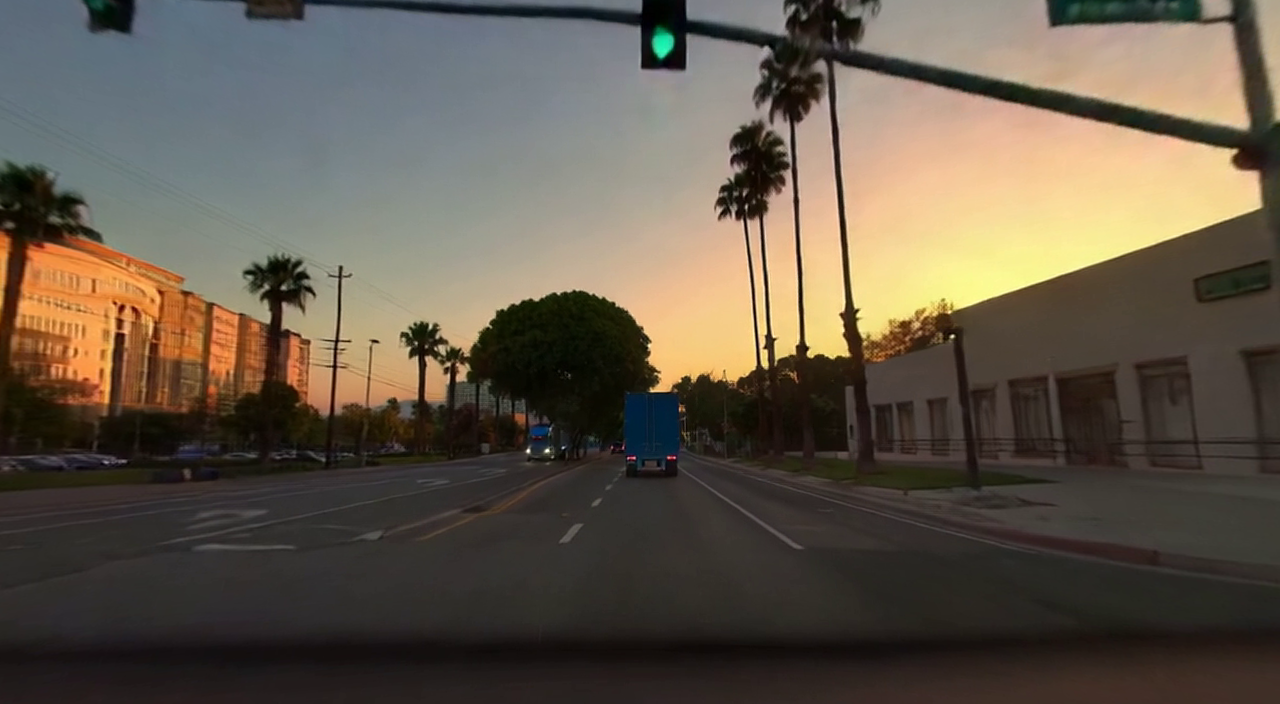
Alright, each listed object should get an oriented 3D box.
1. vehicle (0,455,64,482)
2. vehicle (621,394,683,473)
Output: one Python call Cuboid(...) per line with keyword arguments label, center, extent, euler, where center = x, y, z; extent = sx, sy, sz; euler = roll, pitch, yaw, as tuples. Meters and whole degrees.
Cuboid(label="vehicle", center=(-36.167, 6.736, 36.371), extent=(3.743, 1.448, 1.780), euler=(0, -8, 1))
Cuboid(label="vehicle", center=(0.446, 4.998, 37.680), extent=(2.992, 3.949, 11.815), euler=(1, -8, -2))
